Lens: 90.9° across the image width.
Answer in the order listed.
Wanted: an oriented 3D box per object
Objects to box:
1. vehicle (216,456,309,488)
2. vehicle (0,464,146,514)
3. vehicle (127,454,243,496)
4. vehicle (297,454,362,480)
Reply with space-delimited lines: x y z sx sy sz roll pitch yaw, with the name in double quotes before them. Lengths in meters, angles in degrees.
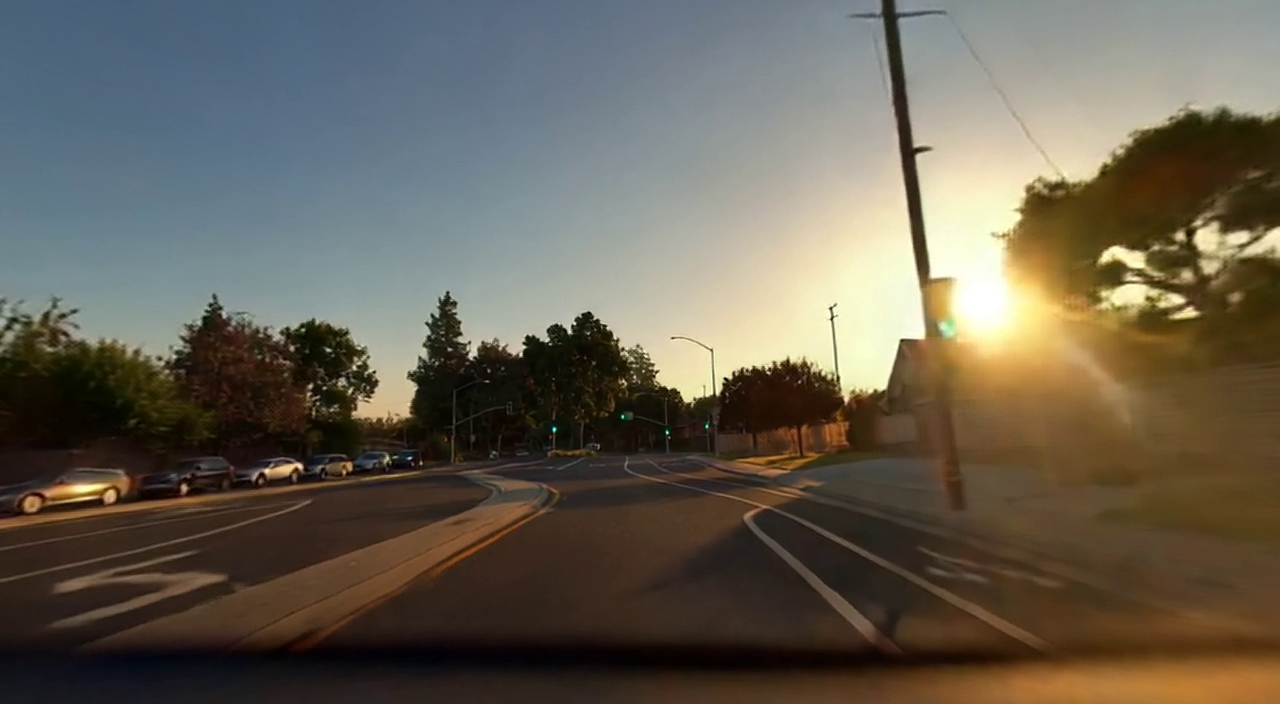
"vehicle" -21.437 6.830 36.114 1.954 1.575 5.225 0 -8 2
"vehicle" -21.619 5.012 23.533 1.919 1.497 5.140 -1 -8 4
"vehicle" -21.631 5.840 30.251 1.974 1.704 4.628 1 -8 2
"vehicle" -21.280 7.872 43.425 1.883 1.506 4.863 1 -8 2
